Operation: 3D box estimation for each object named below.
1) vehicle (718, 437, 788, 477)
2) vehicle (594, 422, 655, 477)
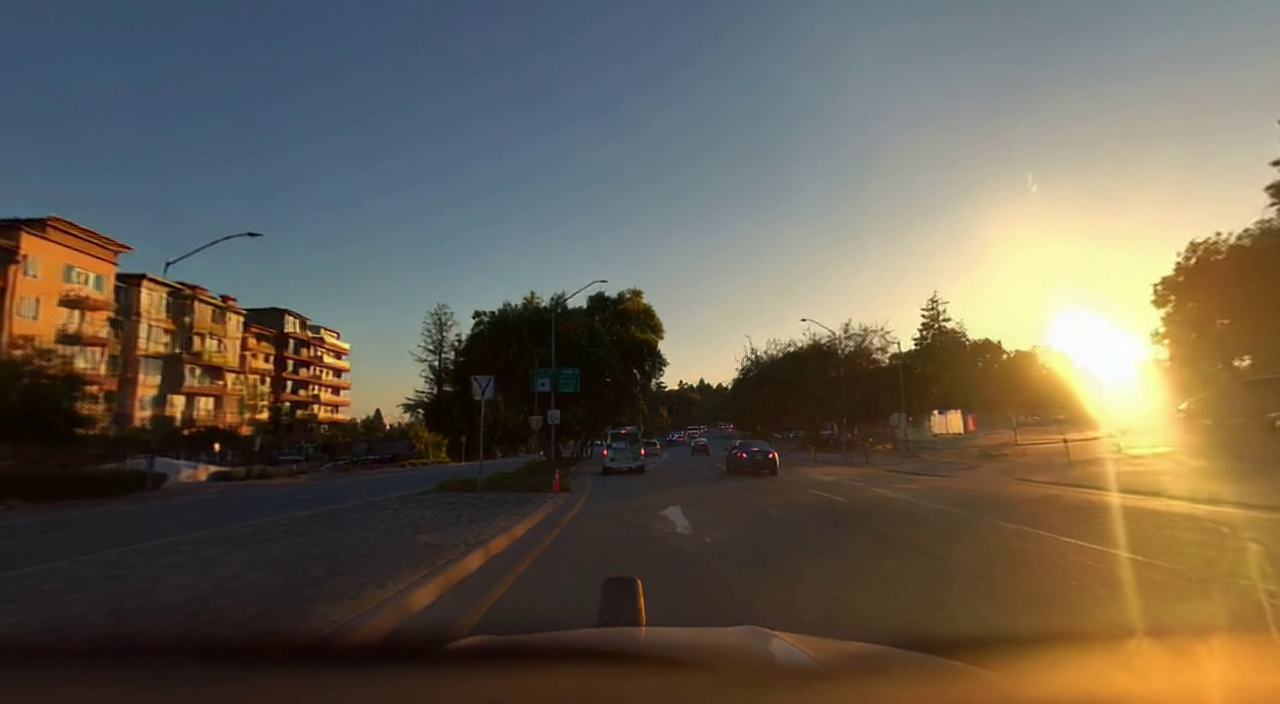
[{"bbox_3d":[4.525,4.293,25.944,2.075,1.486,4.316,0,-8,0],"label":"vehicle"},{"bbox_3d":[-0.783,4.234,27.500,2.396,2.143,4.824,0,-8,-4],"label":"vehicle"}]
